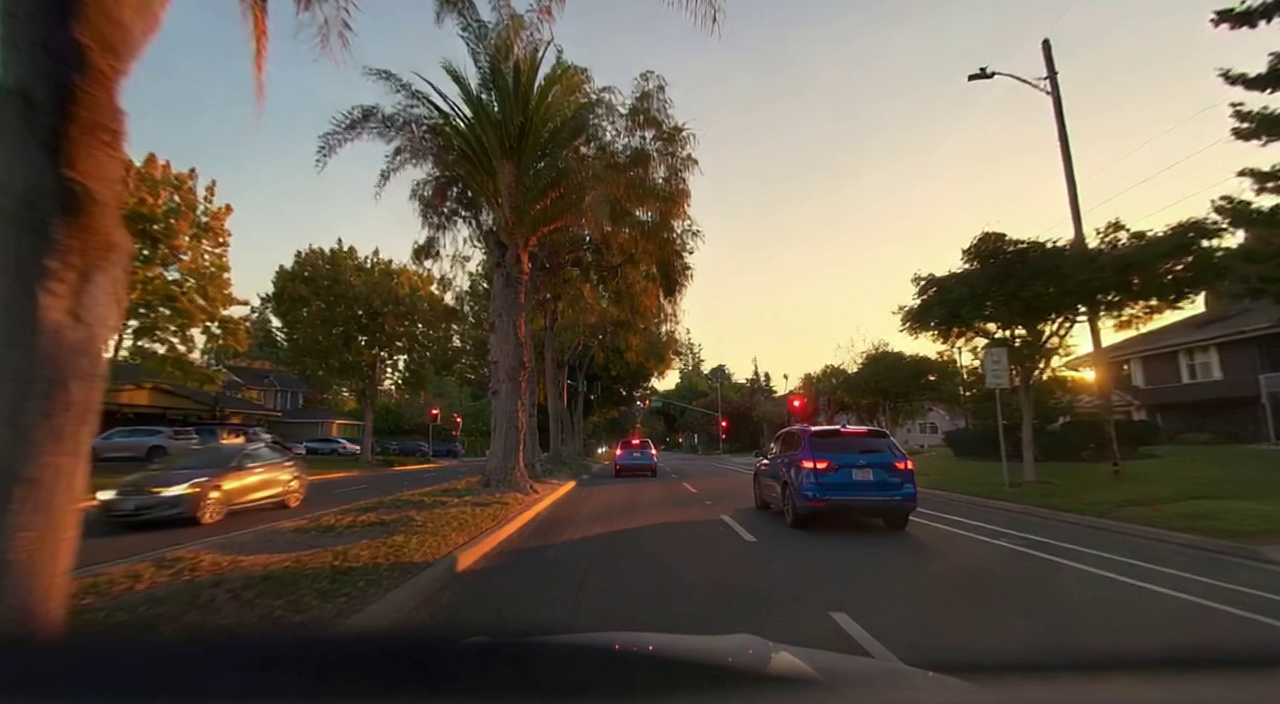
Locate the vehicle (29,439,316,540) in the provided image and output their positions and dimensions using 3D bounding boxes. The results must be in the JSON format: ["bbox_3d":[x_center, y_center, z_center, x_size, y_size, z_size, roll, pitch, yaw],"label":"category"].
[{"bbox_3d":[-7.860,2.312,11.280,1.822,1.434,4.197,0,-9,2],"label":"vehicle"}]

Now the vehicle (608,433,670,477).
[{"bbox_3d":[-0.036,3.956,24.423,2.177,1.512,4.682,0,-9,0],"label":"vehicle"}]

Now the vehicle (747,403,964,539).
[{"bbox_3d":[3.187,1.879,10.474,2.046,1.768,4.370,0,-9,0],"label":"vehicle"}]
